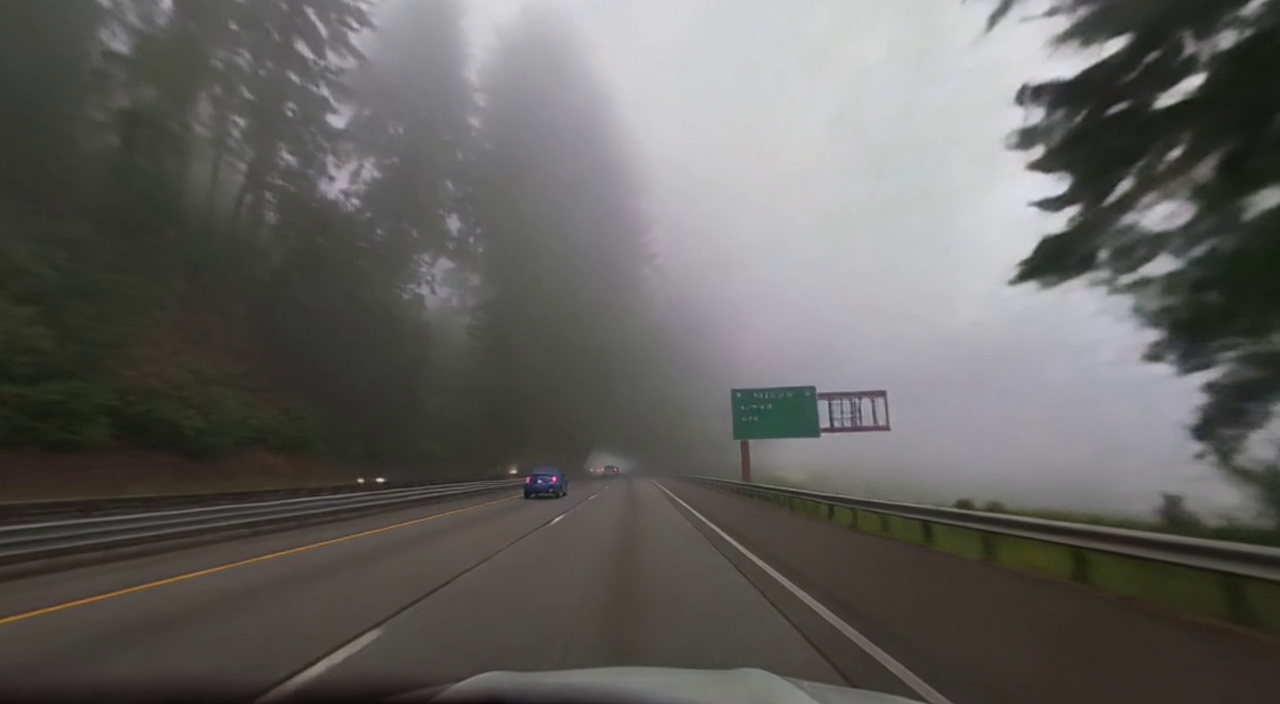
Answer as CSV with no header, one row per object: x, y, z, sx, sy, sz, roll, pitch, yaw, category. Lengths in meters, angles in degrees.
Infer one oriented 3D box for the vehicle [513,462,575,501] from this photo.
-4.039,5.545,27.131,1.954,1.509,4.094,1,-11,1,vehicle

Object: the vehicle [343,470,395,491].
-20.533,9.758,47.907,1.800,1.469,4.703,1,-10,0,vehicle
